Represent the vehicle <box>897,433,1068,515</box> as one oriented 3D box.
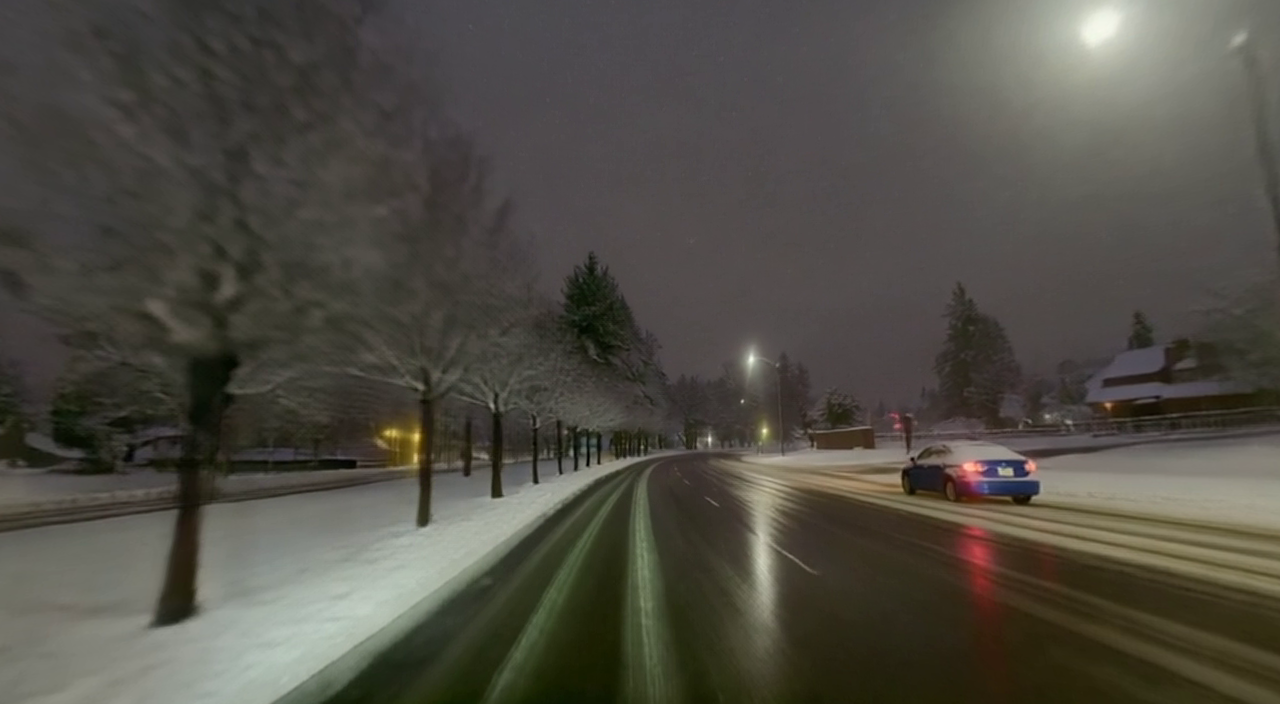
[{"bbox_3d":[7.230,2.584,13.787,1.797,1.518,3.433,0,-9,0],"label":"vehicle"}]
